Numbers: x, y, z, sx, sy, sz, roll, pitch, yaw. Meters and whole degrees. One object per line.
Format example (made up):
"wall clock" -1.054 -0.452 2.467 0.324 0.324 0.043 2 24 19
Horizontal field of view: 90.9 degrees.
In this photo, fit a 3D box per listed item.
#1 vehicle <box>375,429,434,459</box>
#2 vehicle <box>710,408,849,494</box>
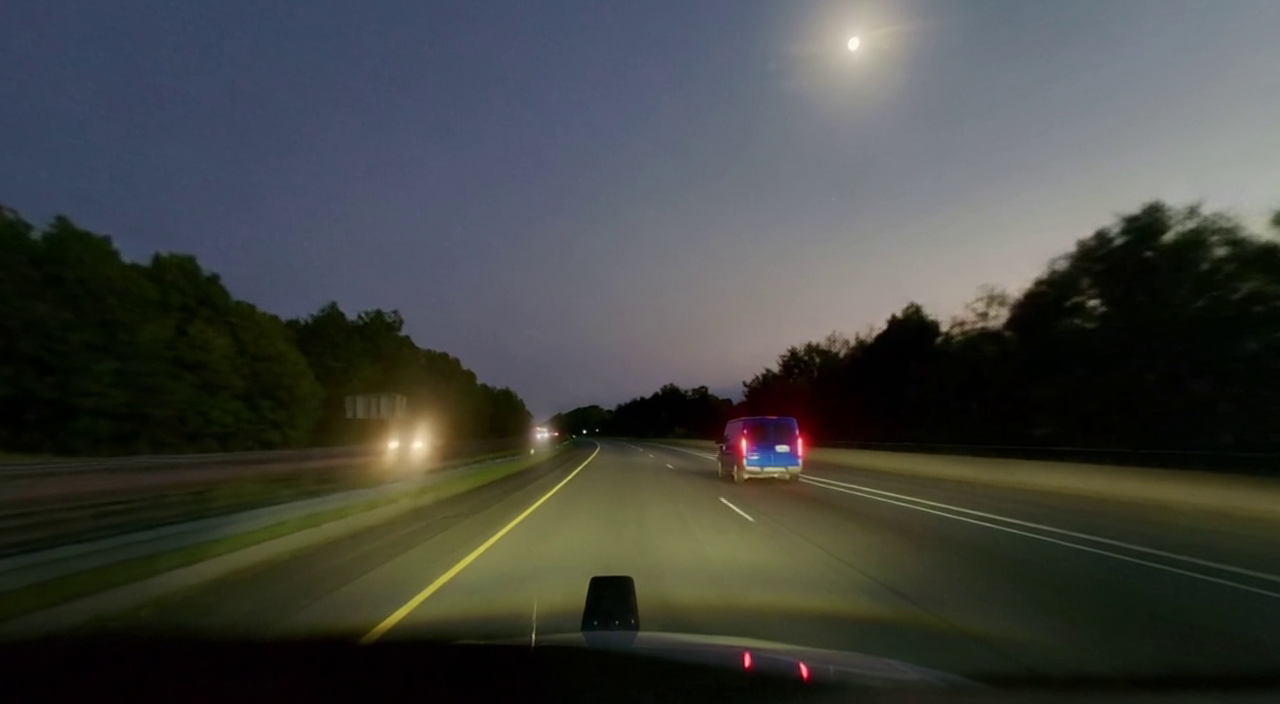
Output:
"vehicle" -14.016 5.489 37.792 1.980 1.673 4.324 0 -8 -2
"vehicle" 3.213 2.389 15.647 2.240 1.801 4.545 0 -8 -2
